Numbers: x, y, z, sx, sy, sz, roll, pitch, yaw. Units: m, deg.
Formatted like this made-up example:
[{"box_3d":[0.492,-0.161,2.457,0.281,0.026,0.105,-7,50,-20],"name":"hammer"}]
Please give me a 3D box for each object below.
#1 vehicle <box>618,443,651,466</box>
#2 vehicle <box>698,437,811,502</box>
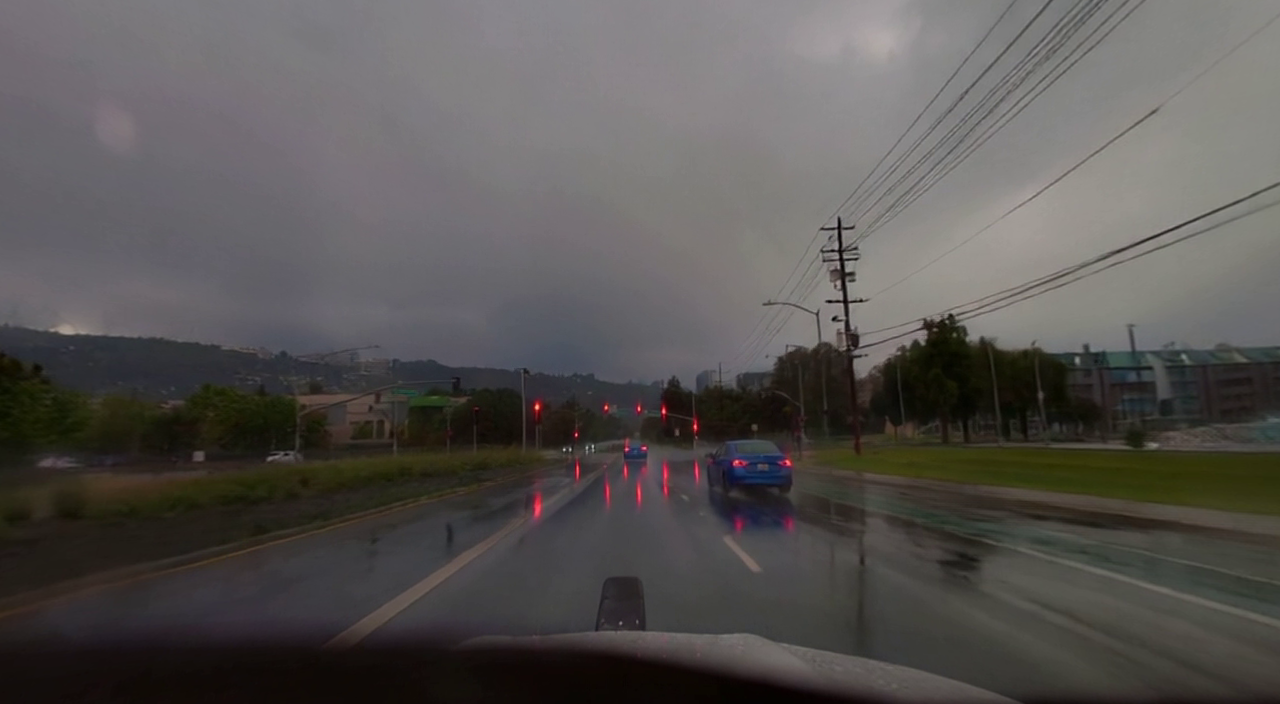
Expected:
[{"box_3d":[-0.367,6.834,42.214,2.110,1.466,3.860,0,-9,-1],"name":"vehicle"},{"box_3d":[2.793,2.990,16.473,2.004,1.448,4.263,0,-9,-2],"name":"vehicle"}]
